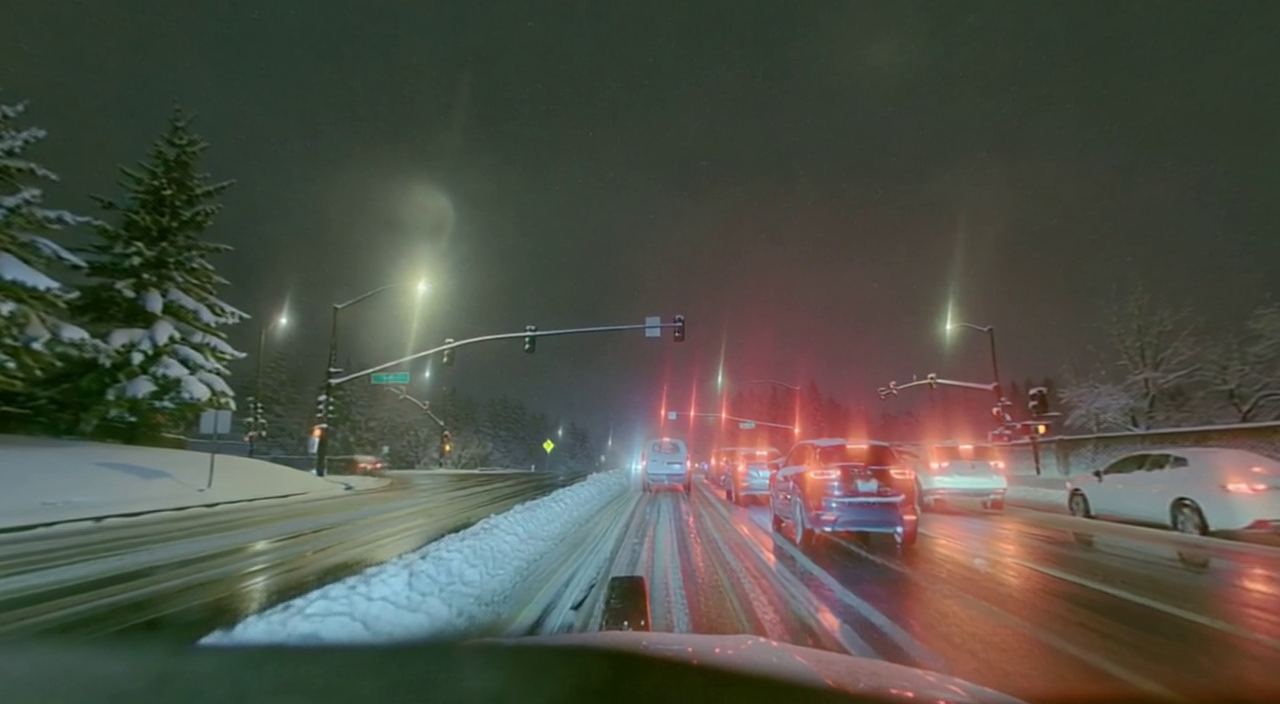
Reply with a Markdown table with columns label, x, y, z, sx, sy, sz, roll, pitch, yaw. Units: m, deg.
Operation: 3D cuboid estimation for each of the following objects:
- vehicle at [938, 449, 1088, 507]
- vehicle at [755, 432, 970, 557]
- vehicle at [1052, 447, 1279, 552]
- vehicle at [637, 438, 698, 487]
| label | x | y | z | sx | sy | sz | roll | pitch | yaw |
| --- | --- | --- | --- | --- | --- | --- | --- | --- | --- |
| vehicle | 10.789 | 3.629 | 18.677 | 1.842 | 1.466 | 4.379 | 0 | -8 | 2 |
| vehicle | 3.236 | 2.139 | 10.208 | 2.078 | 1.578 | 4.107 | 0 | -8 | 2 |
| vehicle | 9.546 | 2.386 | 10.971 | 1.884 | 1.422 | 4.262 | 0 | -8 | 0 |
| vehicle | 1.029 | 4.426 | 25.723 | 2.245 | 1.800 | 4.522 | 0 | -8 | 0 |
